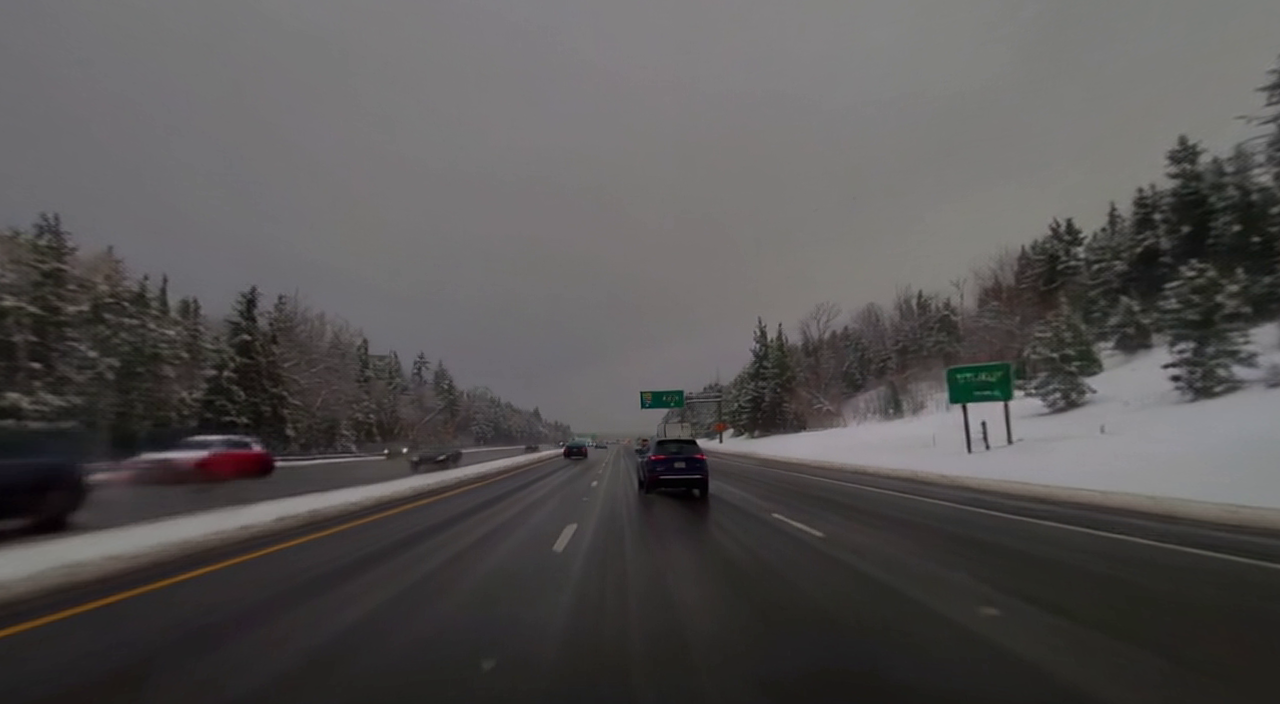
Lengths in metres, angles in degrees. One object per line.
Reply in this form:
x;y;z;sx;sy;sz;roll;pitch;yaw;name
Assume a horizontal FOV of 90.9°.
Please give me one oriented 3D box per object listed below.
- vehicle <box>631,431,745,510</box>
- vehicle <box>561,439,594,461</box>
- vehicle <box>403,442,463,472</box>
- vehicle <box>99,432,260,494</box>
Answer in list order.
0.892;2.594;14.491;1.961;1.495;4.743;1;-8;-4;vehicle
-4.427;6.977;45.083;2.055;1.466;4.317;0;-8;-2;vehicle
-11.187;5.675;34.377;1.891;1.440;4.367;0;-8;-2;vehicle
-15.236;3.647;21.289;1.932;1.821;4.867;0;-8;-3;vehicle
